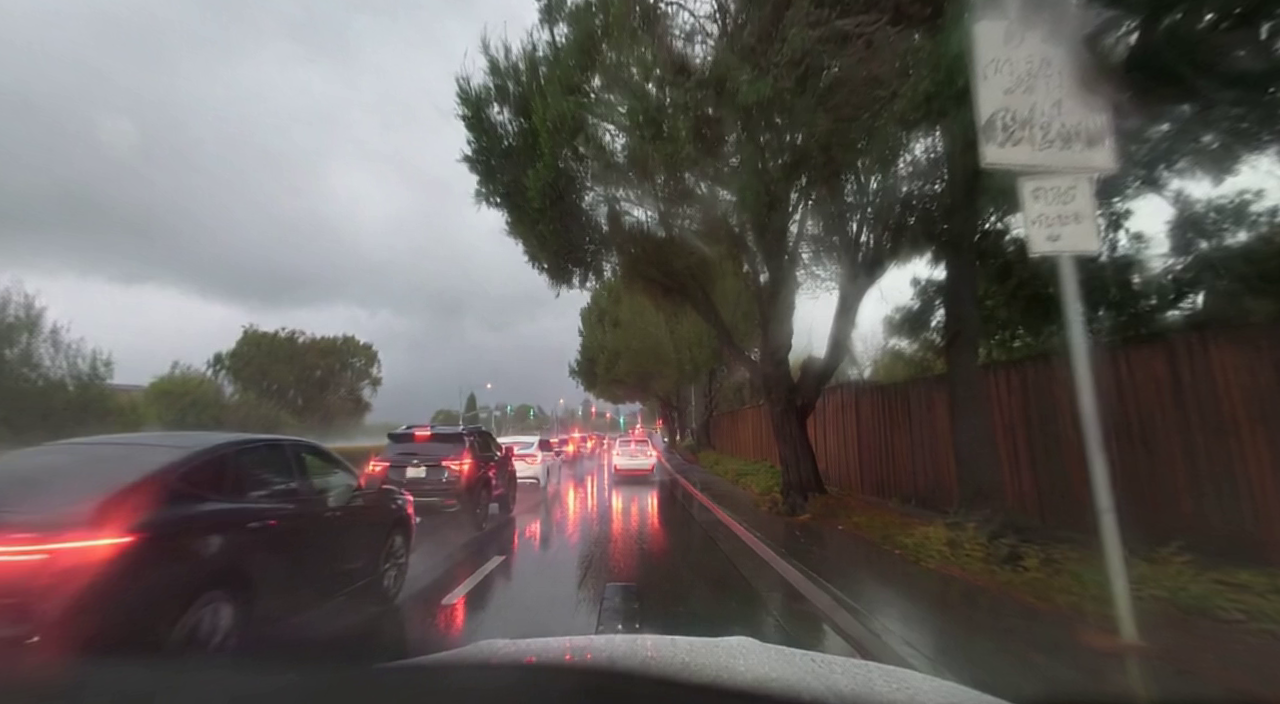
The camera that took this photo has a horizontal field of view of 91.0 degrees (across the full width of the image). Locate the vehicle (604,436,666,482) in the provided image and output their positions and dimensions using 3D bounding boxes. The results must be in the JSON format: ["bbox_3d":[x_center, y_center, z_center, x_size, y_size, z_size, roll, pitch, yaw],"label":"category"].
[{"bbox_3d":[-0.148,3.728,22.259,1.995,1.460,3.865,0,-8,0],"label":"vehicle"}]

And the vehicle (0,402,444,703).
[{"bbox_3d":[-3.027,1.222,4.256,1.966,1.472,4.305,0,-8,1],"label":"vehicle"}]
